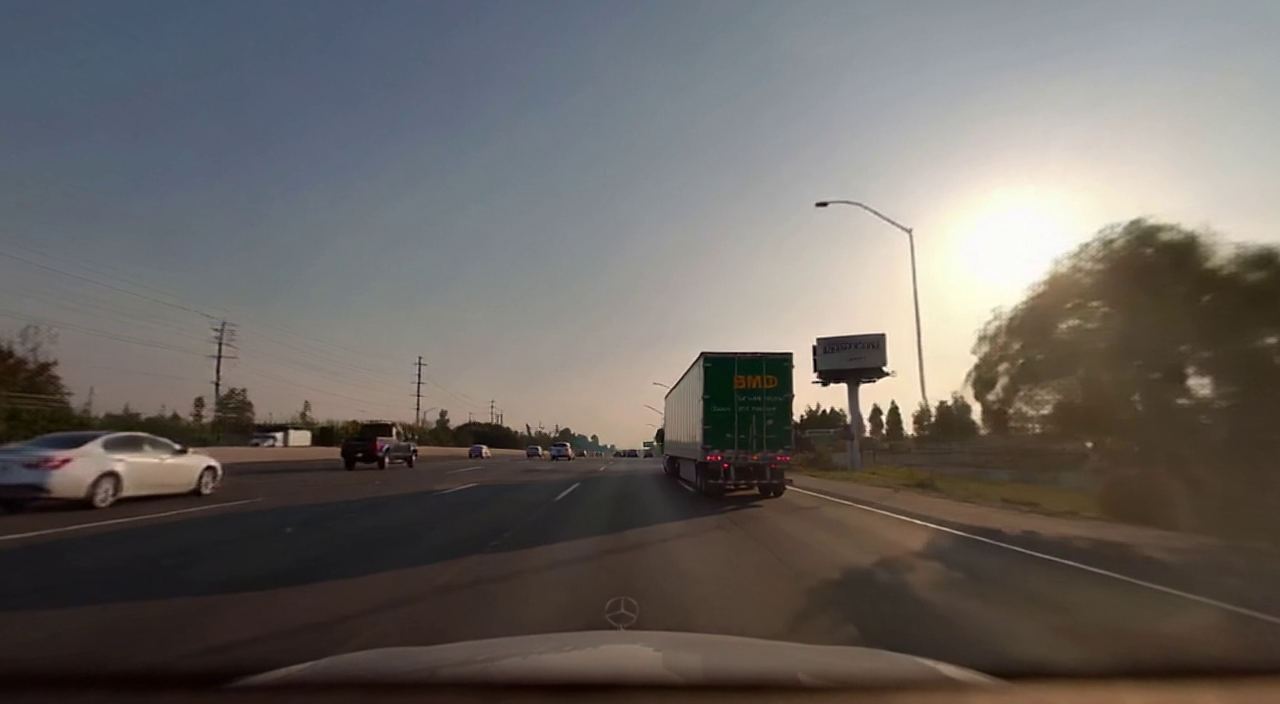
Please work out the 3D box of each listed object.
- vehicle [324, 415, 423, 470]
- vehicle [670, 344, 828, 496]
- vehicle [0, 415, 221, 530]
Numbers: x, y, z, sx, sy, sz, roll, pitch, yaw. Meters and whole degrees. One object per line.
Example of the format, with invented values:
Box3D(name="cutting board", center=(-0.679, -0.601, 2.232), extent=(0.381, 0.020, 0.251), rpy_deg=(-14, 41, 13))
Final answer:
Box3D(name="vehicle", center=(-13.759, 4.758, 33.155), extent=(2.307, 2.571, 6.260), rpy_deg=(0, -8, 1))
Box3D(name="vehicle", center=(3.167, 2.846, 23.963), extent=(2.891, 3.944, 15.051), rpy_deg=(0, -8, -2))
Box3D(name="vehicle", center=(-10.483, 2.136, 11.724), extent=(2.045, 1.697, 4.844), rpy_deg=(0, -8, 0))
